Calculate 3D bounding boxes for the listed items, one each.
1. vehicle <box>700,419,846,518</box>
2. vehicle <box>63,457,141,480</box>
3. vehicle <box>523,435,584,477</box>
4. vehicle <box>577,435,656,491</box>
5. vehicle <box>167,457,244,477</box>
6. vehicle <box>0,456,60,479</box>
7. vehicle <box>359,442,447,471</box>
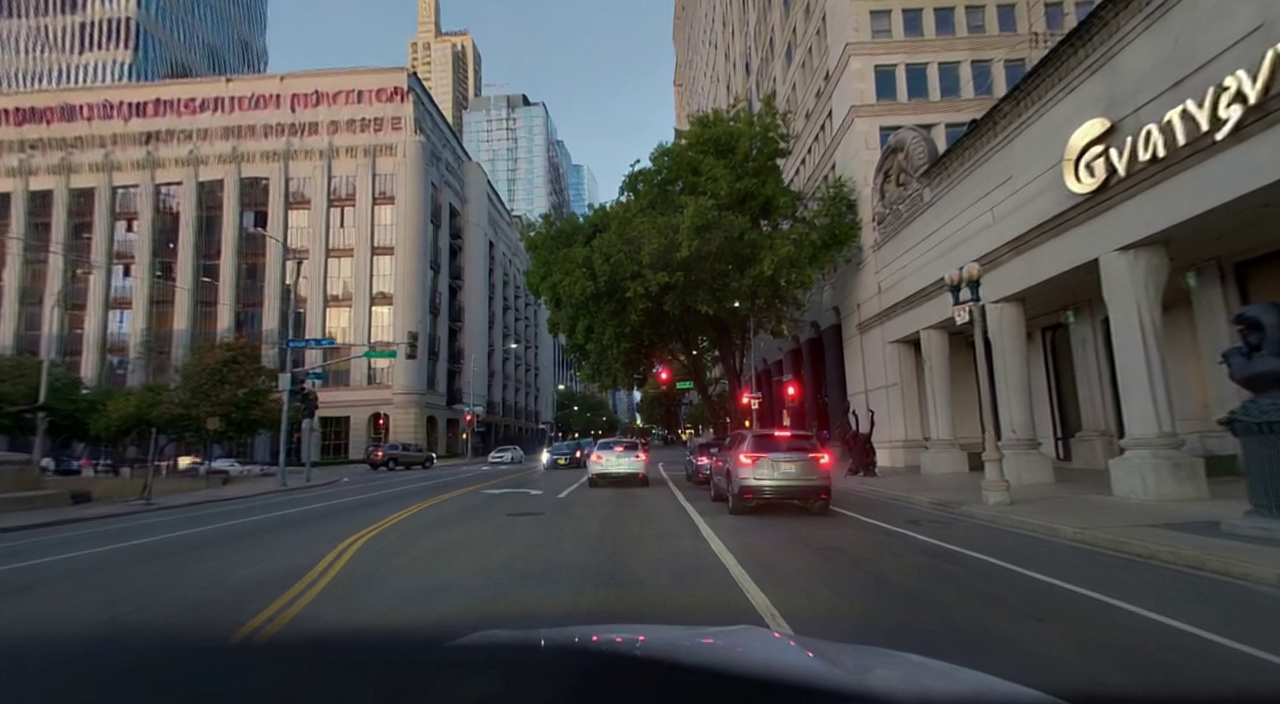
[{"bbox_3d":[2.609,2.432,13.673,2.096,1.775,4.440,0,-9,-1],"label":"vehicle"},{"bbox_3d":[-40.230,8.737,47.293,4.224,1.622,1.808,0,-9,2],"label":"vehicle"},{"bbox_3d":[-3.600,4.417,27.143,2.045,1.633,4.864,0,-8,-2],"label":"vehicle"},{"bbox_3d":[-0.615,3.273,18.966,2.096,1.492,4.071,0,-8,0],"label":"vehicle"},{"bbox_3d":[-32.396,8.571,47.174,4.392,1.427,1.764,0,-9,0],"label":"vehicle"},{"bbox_3d":[-45.770,8.584,46.958,3.671,1.498,1.670,2,-10,4],"label":"vehicle"},{"bbox_3d":[-15.305,6.752,41.007,4.855,1.769,2.071,0,-9,-4],"label":"vehicle"}]
